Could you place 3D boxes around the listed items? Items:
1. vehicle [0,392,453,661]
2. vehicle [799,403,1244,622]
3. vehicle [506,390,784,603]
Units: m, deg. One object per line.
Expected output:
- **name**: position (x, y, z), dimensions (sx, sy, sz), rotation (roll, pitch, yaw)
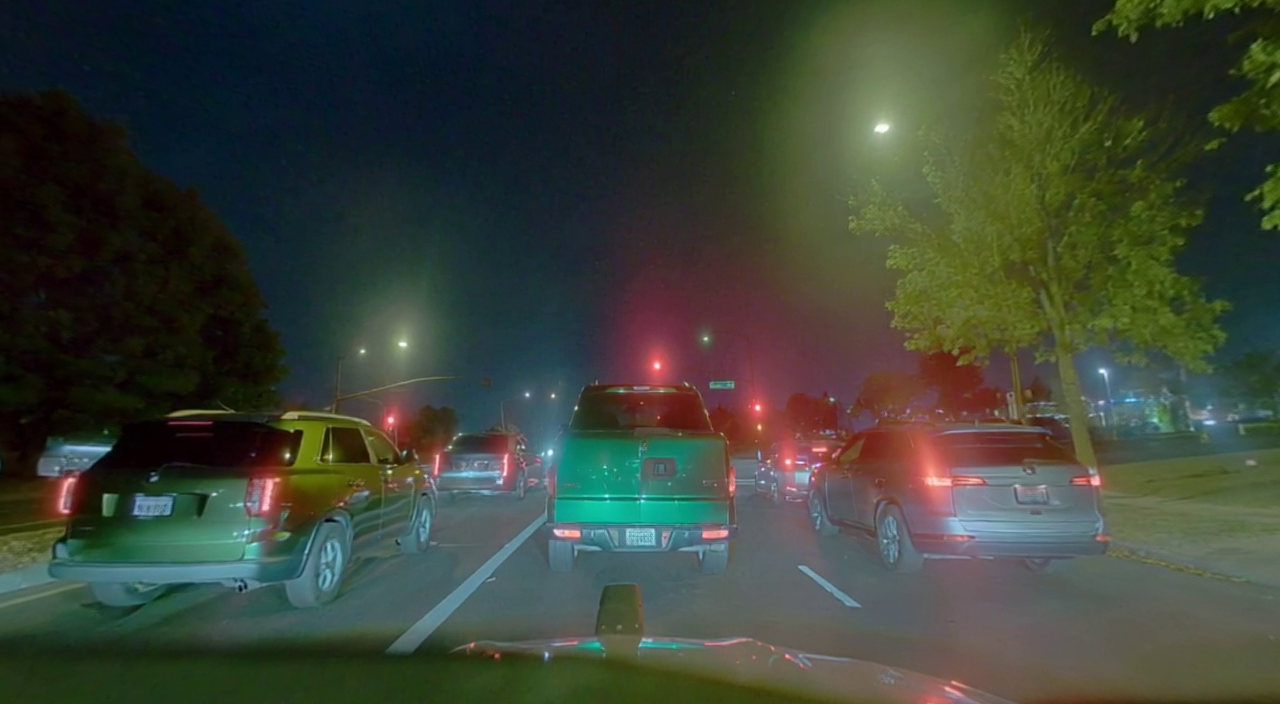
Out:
- **vehicle**: position (-3.373, 1.372, 5.978), dimensions (1.961, 1.639, 4.064), rotation (0, -9, 0)
- **vehicle**: position (3.475, 1.550, 7.051), dimensions (2.202, 1.657, 4.298), rotation (0, -9, -1)
- **vehicle**: position (0.020, 1.485, 7.249), dimensions (2.294, 1.761, 3.857), rotation (0, -9, -1)
